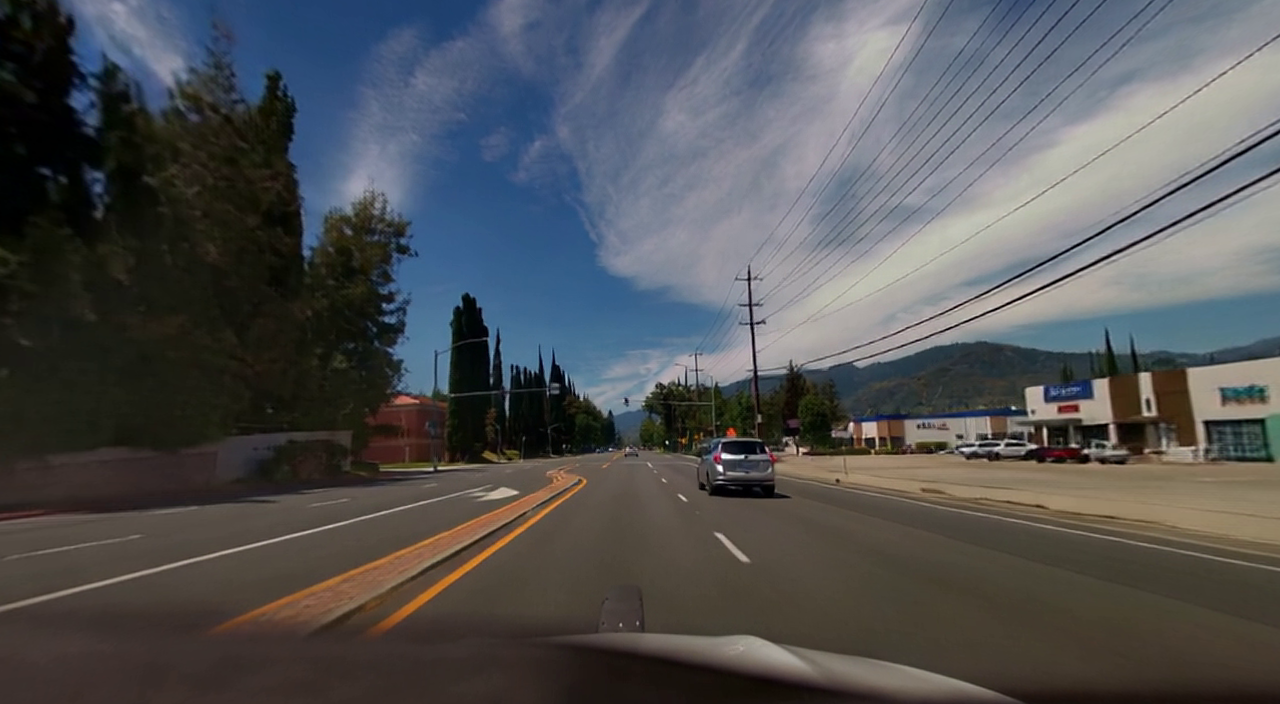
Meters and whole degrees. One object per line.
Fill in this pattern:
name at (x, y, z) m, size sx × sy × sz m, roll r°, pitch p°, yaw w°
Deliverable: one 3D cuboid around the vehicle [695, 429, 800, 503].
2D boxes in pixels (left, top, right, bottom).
vehicle at (2.883, 3.224, 18.133) m, size 2.060 × 1.820 × 4.713 m, roll 0°, pitch -9°, yaw -2°
